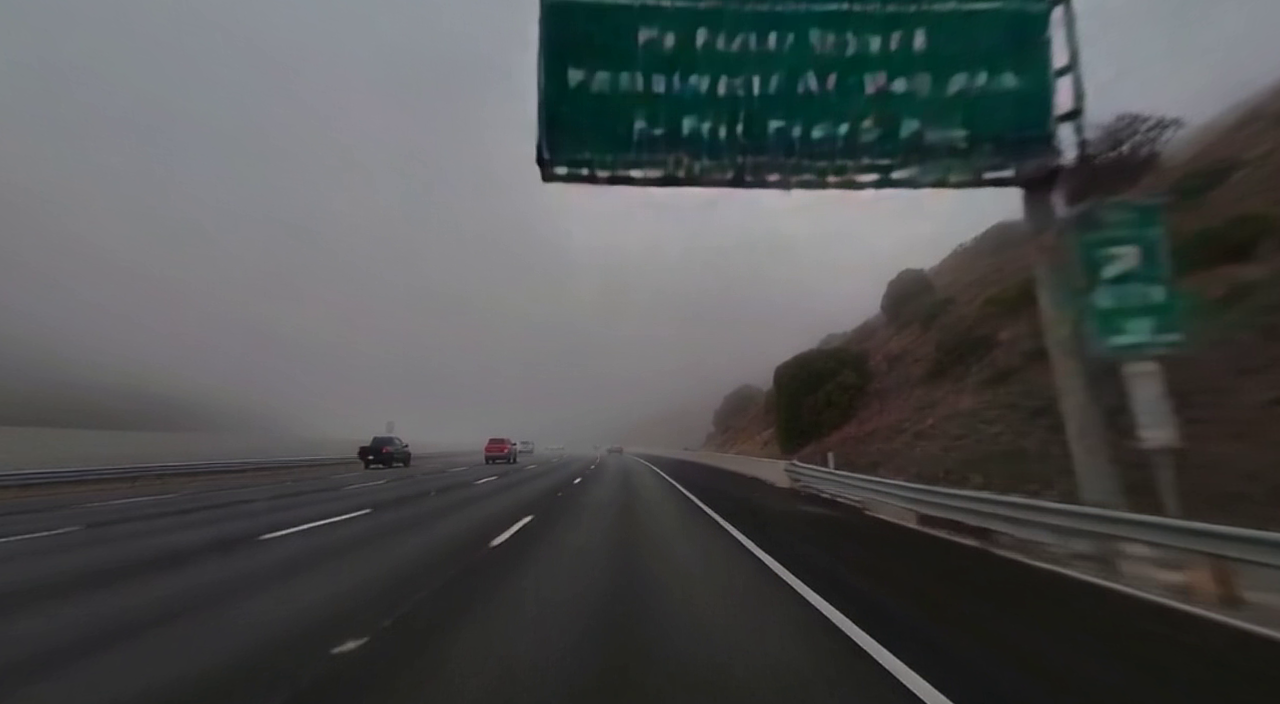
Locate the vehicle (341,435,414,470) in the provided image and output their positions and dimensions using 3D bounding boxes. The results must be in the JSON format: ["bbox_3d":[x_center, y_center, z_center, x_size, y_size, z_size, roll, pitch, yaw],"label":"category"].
[{"bbox_3d":[-15.894,6.112,38.639,2.240,1.953,5.452,0,-9,-2],"label":"vehicle"}]

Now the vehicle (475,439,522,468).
[{"bbox_3d":[-9.011,6.472,40.511,2.104,1.715,4.319,0,-9,-1],"label":"vehicle"}]
